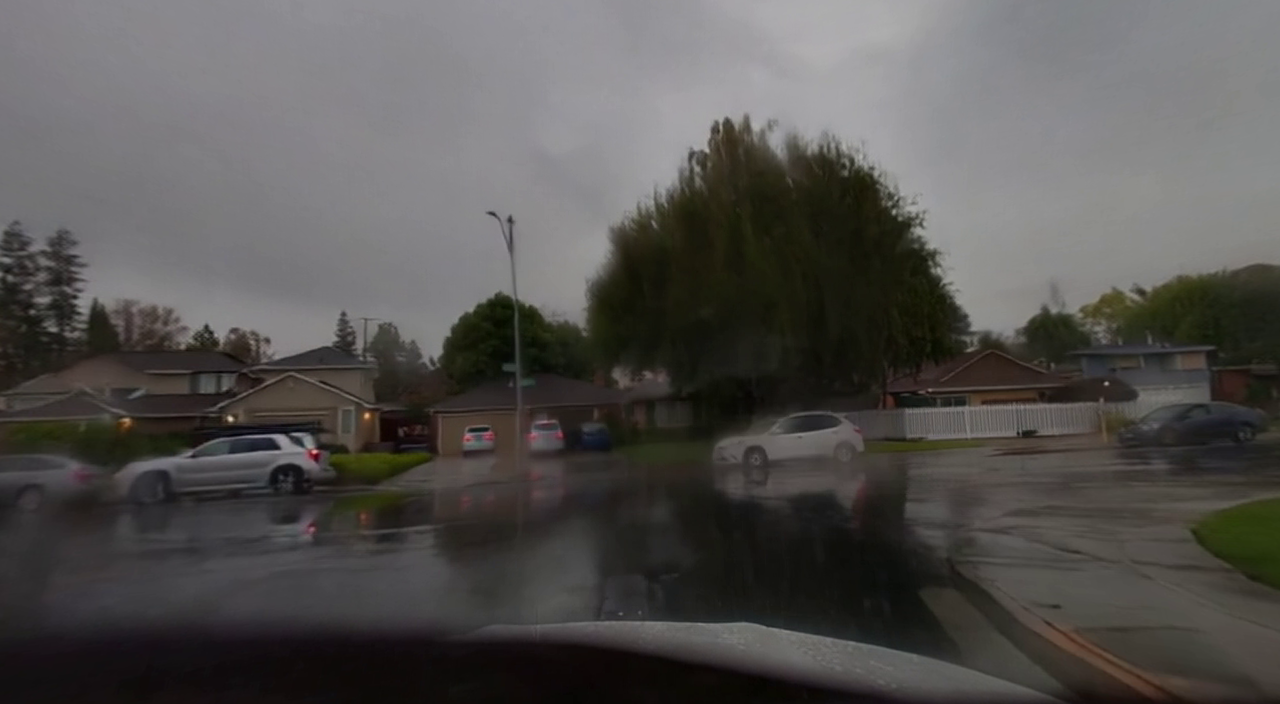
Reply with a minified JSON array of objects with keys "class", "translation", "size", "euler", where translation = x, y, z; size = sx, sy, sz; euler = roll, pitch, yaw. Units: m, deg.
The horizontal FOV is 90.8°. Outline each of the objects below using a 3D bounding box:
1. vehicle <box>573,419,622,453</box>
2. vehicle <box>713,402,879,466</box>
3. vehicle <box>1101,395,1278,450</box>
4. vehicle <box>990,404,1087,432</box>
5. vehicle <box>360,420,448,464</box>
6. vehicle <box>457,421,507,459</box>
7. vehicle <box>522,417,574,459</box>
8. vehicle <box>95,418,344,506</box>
[{"class":"vehicle","translation":[-2.403,4.635,34.525],"size":[2.005,1.699,4.234],"euler":[1,-9,-13]},{"class":"vehicle","translation":[5.136,2.798,21.264],"size":[4.919,1.969,2.104],"euler":[2,-9,-8]},{"class":"vehicle","translation":[20.910,2.704,24.131],"size":[5.179,1.847,2.219],"euler":[0,-10,-12]},{"class":"vehicle","translation":[24.541,4.146,39.102],"size":[1.967,1.523,4.619],"euler":[4,-10,-26]},{"class":"vehicle","translation":[-12.210,4.642,32.454],"size":[2.307,2.043,5.475],"euler":[7,-12,-41]},{"class":"vehicle","translation":[-8.593,4.853,34.532],"size":[2.391,1.894,5.075],"euler":[1,-9,-13]},{"class":"vehicle","translation":[-4.891,4.456,32.848],"size":[2.278,1.969,5.533],"euler":[1,-8,-12]},{"class":"vehicle","translation":[-11.820,3.097,18.290],"size":[5.419,2.292,2.272],"euler":[1,-8,-11]}]
